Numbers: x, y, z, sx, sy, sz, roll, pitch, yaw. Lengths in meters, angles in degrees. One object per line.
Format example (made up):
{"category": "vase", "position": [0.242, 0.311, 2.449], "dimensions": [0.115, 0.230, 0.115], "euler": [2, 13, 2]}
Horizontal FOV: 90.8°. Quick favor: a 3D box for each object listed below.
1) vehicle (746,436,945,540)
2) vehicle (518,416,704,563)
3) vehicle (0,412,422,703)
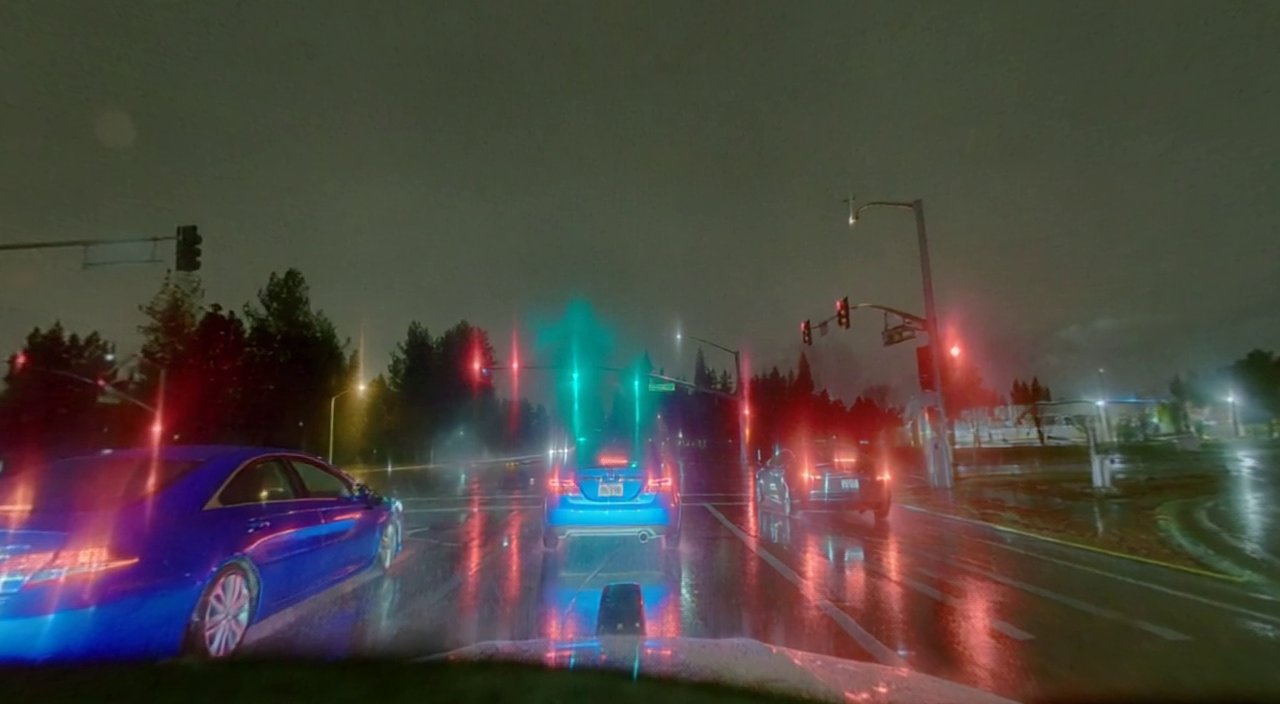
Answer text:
{"category": "vehicle", "position": [3.275, 2.247, 11.175], "dimensions": [1.970, 1.449, 4.433], "euler": [0, -8, -1]}
{"category": "vehicle", "position": [-0.344, 1.806, 8.961], "dimensions": [2.038, 1.599, 3.844], "euler": [0, -8, -1]}
{"category": "vehicle", "position": [-3.577, 1.339, 5.077], "dimensions": [2.052, 1.472, 4.479], "euler": [0, -8, 0]}
